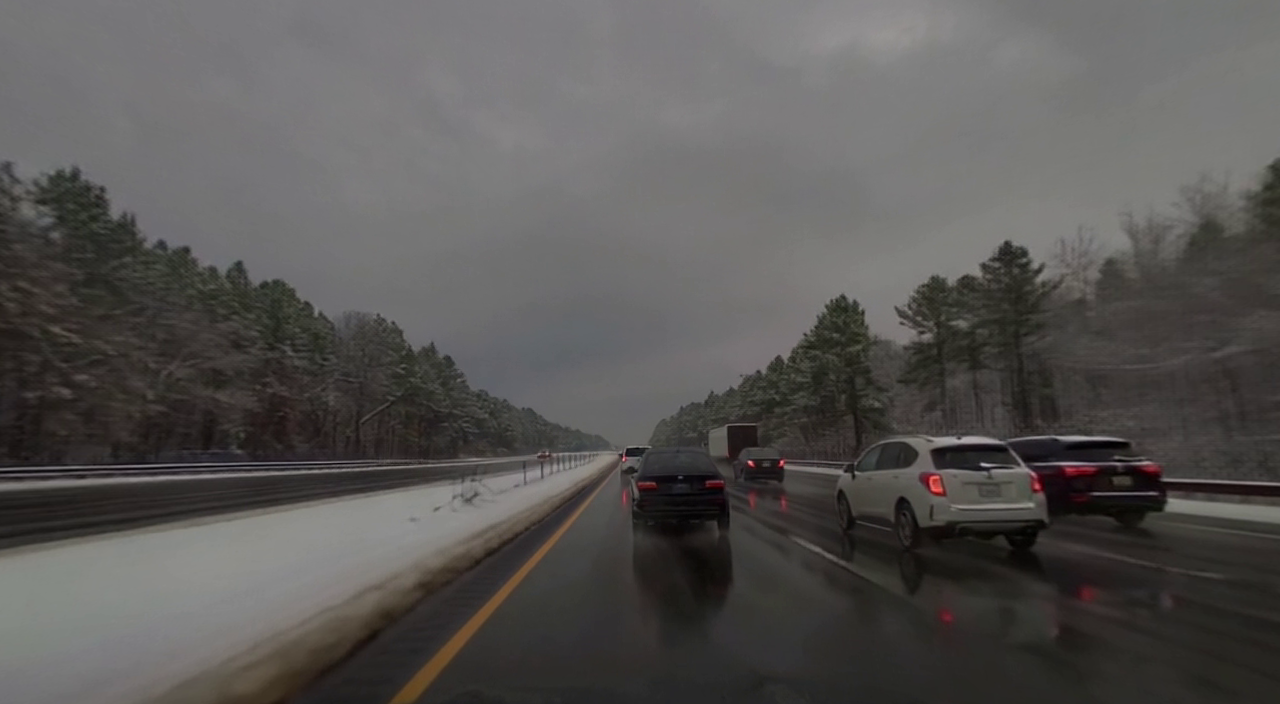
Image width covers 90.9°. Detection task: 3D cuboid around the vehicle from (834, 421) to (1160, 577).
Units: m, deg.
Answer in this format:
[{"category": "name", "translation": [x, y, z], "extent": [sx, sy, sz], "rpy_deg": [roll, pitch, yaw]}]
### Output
[{"category": "vehicle", "translation": [4.599, 1.959, 9.208], "extent": [1.998, 1.657, 4.604], "rpy_deg": [0, -9, -1]}]

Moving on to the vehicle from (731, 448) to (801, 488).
[{"category": "vehicle", "translation": [5.134, 4.786, 26.302], "extent": [1.908, 1.500, 4.157], "rpy_deg": [0, -9, -2]}]

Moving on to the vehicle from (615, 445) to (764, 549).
[{"category": "vehicle", "translation": [0.663, 2.332, 10.770], "extent": [2.094, 1.426, 3.725], "rpy_deg": [0, -9, -1]}]
